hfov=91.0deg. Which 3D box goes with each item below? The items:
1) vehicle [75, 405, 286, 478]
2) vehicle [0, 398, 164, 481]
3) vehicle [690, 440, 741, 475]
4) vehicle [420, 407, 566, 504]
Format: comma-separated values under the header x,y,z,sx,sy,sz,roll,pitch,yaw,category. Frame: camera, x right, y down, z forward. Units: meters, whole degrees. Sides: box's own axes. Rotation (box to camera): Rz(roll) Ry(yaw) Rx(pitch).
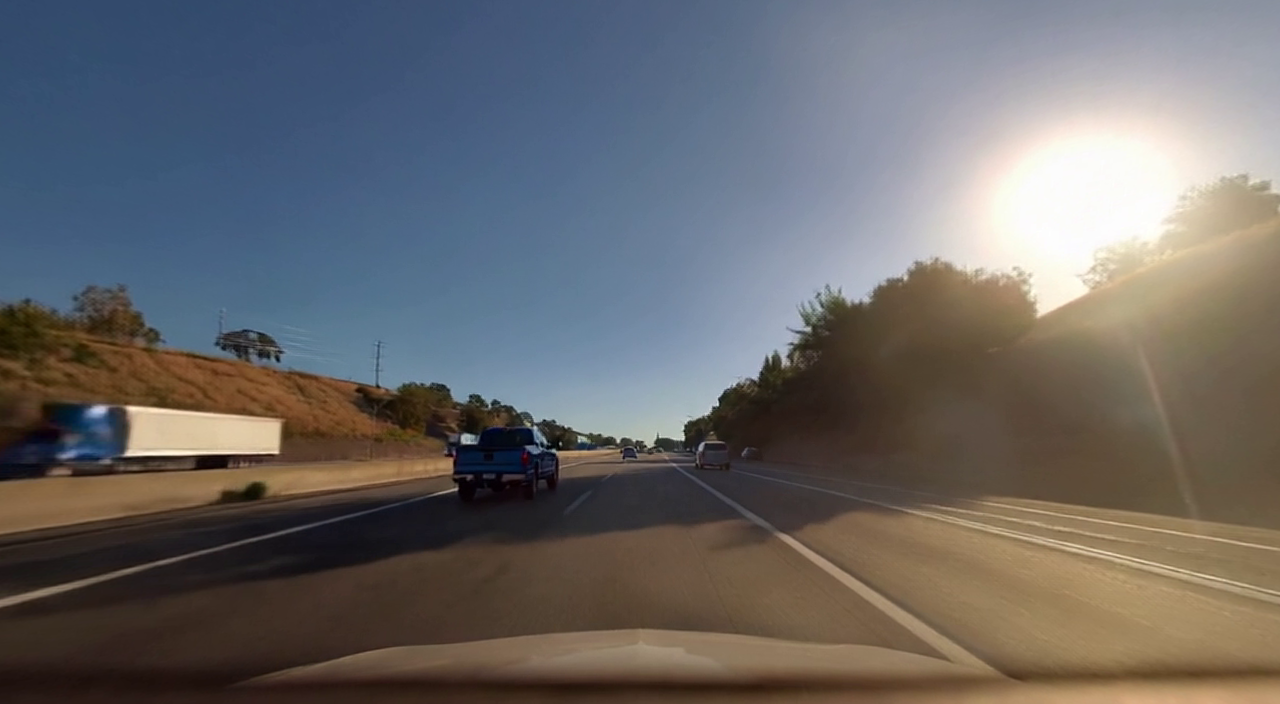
x,y,z,sx,sy,sz,roll,pitch,yaw,category
-30.565,6.266,43.609,2.928,4.127,14.720,0,-9,3,vehicle
-30.940,4.881,34.928,3.036,4.070,6.933,0,-9,4,vehicle
3.788,5.379,32.278,2.095,1.668,4.135,0,-9,1,vehicle
-3.732,2.858,17.640,2.496,2.203,6.317,0,-9,1,vehicle
